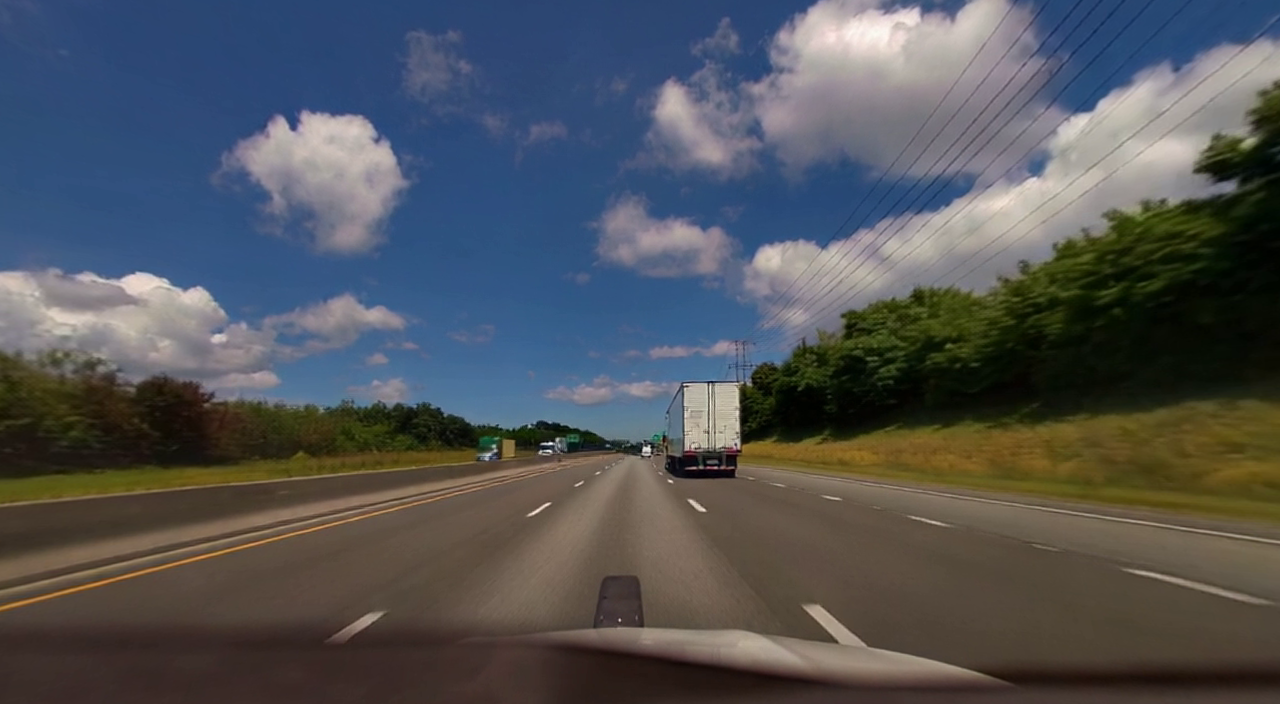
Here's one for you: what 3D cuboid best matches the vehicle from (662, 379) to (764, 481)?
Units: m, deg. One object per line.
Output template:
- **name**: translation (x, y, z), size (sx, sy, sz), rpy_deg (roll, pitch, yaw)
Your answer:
- **vehicle**: translation (3.182, 4.385, 33.576), size (3.202, 4.046, 17.146), rpy_deg (0, -9, -1)
